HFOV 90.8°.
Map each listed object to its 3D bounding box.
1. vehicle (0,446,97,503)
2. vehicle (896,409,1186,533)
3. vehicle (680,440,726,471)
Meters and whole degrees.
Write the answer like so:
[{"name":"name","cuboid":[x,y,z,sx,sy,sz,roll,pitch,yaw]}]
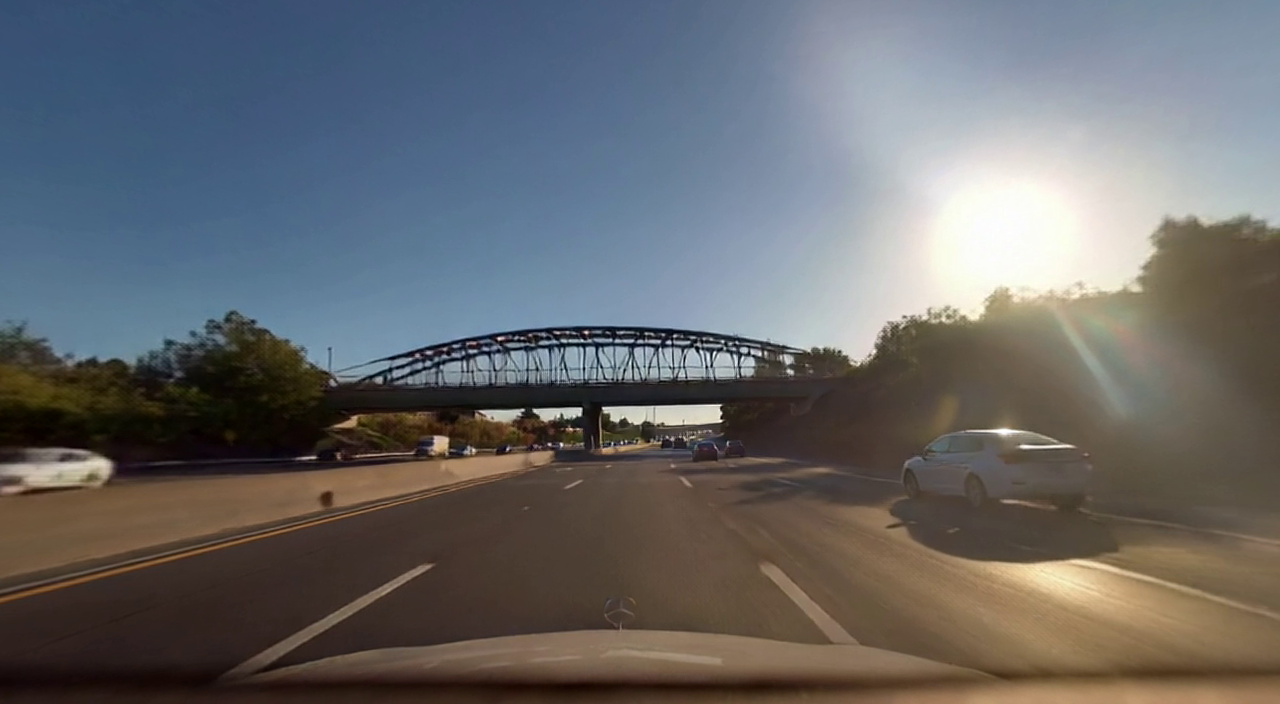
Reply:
[{"name":"vehicle","cuboid":[-20.496,3.900,20.316,1.986,1.730,4.558,0,-9,0]},{"name":"vehicle","cuboid":[6.963,2.127,11.882,2.087,1.806,4.946,0,-9,-1]},{"name":"vehicle","cuboid":[3.173,5.328,32.779,1.981,1.471,4.342,0,-9,0]}]
